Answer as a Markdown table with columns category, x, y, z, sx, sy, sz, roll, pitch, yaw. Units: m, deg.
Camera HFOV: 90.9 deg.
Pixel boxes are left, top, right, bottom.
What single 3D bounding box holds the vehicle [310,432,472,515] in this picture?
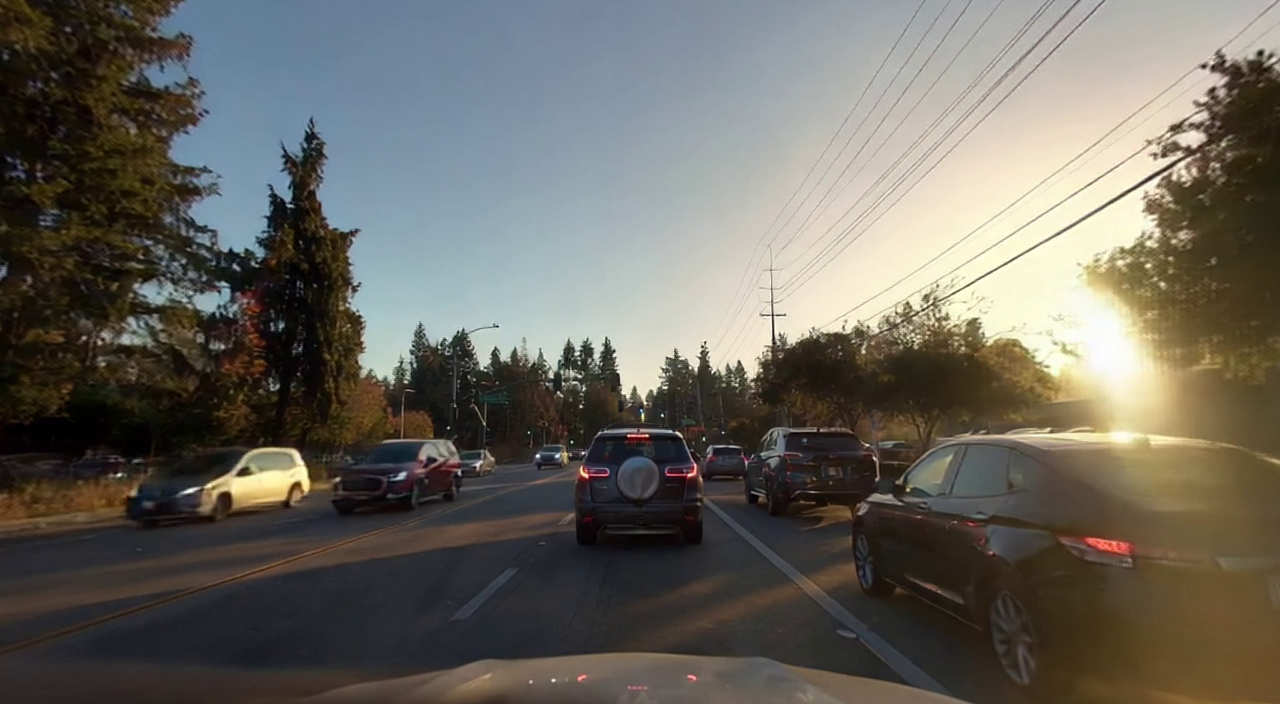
| category | x | y | z | sx | sy | sz | roll | pitch | yaw |
| --- | --- | --- | --- | --- | --- | --- | --- | --- | --- |
| vehicle | -6.342 | 3.141 | 16.877 | 2.328 | 1.861 | 4.891 | 0 | -8 | 0 |

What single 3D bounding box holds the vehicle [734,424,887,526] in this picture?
| category | x | y | z | sx | sy | sz | roll | pitch | yaw |
| --- | --- | --- | --- | --- | --- | --- | --- | --- | --- |
| vehicle | 3.176 | 2.371 | 12.707 | 1.914 | 1.698 | 4.049 | 0 | -8 | 0 |

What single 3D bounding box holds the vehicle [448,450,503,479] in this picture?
| category | x | y | z | sx | sy | sz | roll | pitch | yaw |
| --- | --- | --- | --- | --- | --- | --- | --- | --- | --- |
| vehicle | -9.188 | 6.322 | 35.611 | 1.854 | 1.459 | 4.288 | -1 | -8 | 2 |

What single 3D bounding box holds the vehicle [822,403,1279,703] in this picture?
| category | x | y | z | sx | sy | sz | roll | pitch | yaw |
| --- | --- | --- | --- | --- | --- | --- | --- | --- | --- |
| vehicle | 2.873 | 1.235 | 4.378 | 1.950 | 1.487 | 4.275 | 0 | -8 | 0 |

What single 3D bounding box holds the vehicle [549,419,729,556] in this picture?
| category | x | y | z | sx | sy | sz | roll | pitch | yaw |
| --- | --- | --- | --- | --- | --- | --- | --- | --- | --- |
| vehicle | 0.005 | 1.968 | 9.864 | 2.200 | 1.653 | 4.127 | 0 | -8 | 1 |

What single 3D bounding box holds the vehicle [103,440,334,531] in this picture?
| category | x | y | z | sx | sy | sz | roll | pitch | yaw |
| --- | --- | --- | --- | --- | --- | --- | --- | --- | --- |
| vehicle | -9.944 | 3.128 | 15.552 | 2.230 | 1.831 | 4.941 | 0 | -8 | 1 |

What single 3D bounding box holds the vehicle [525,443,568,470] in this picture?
| category | x | y | z | sx | sy | sz | roll | pitch | yaw |
| --- | --- | --- | --- | --- | --- | --- | --- | --- | --- |
| vehicle | -6.377 | 7.161 | 43.426 | 2.218 | 1.722 | 4.397 | -1 | -8 | 1 |
